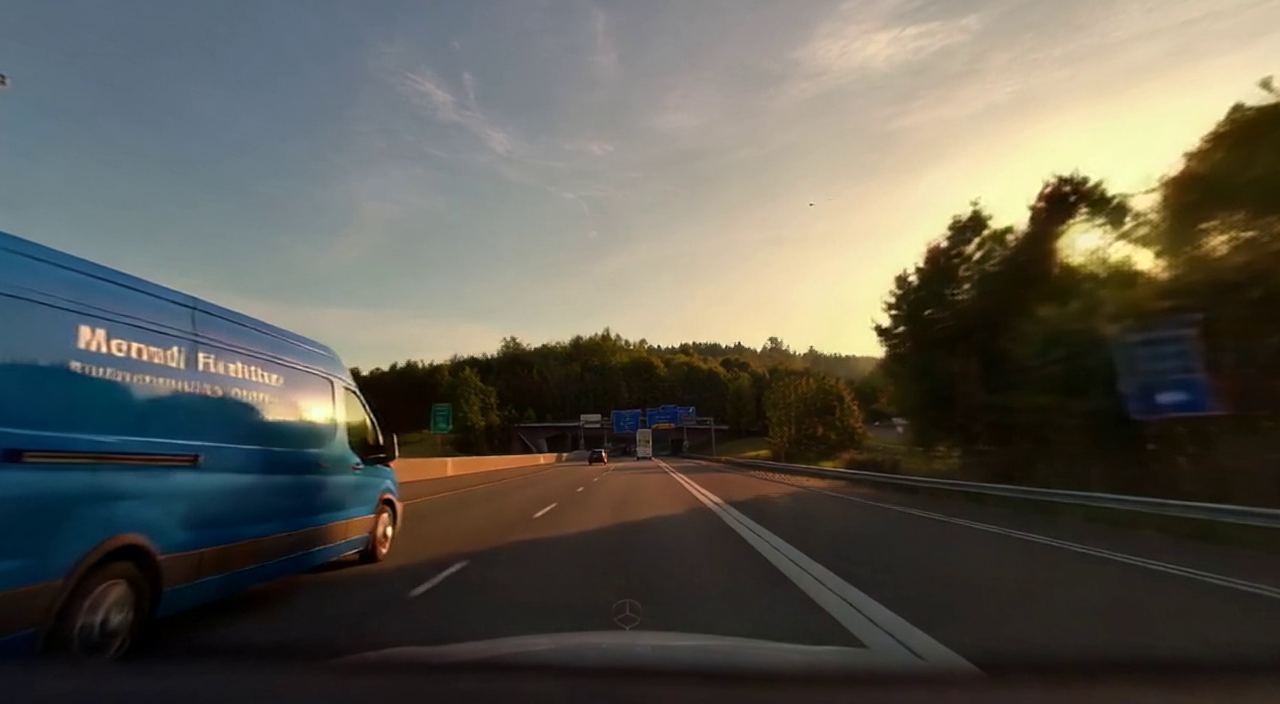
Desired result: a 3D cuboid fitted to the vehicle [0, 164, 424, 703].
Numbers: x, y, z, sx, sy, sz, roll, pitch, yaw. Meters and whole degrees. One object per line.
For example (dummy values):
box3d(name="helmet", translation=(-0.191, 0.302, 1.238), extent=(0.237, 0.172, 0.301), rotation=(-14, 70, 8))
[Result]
box3d(name="vehicle", translation=(-4.032, 0.811, 4.849), extent=(2.320, 2.636, 7.021), rotation=(0, -9, -1))
